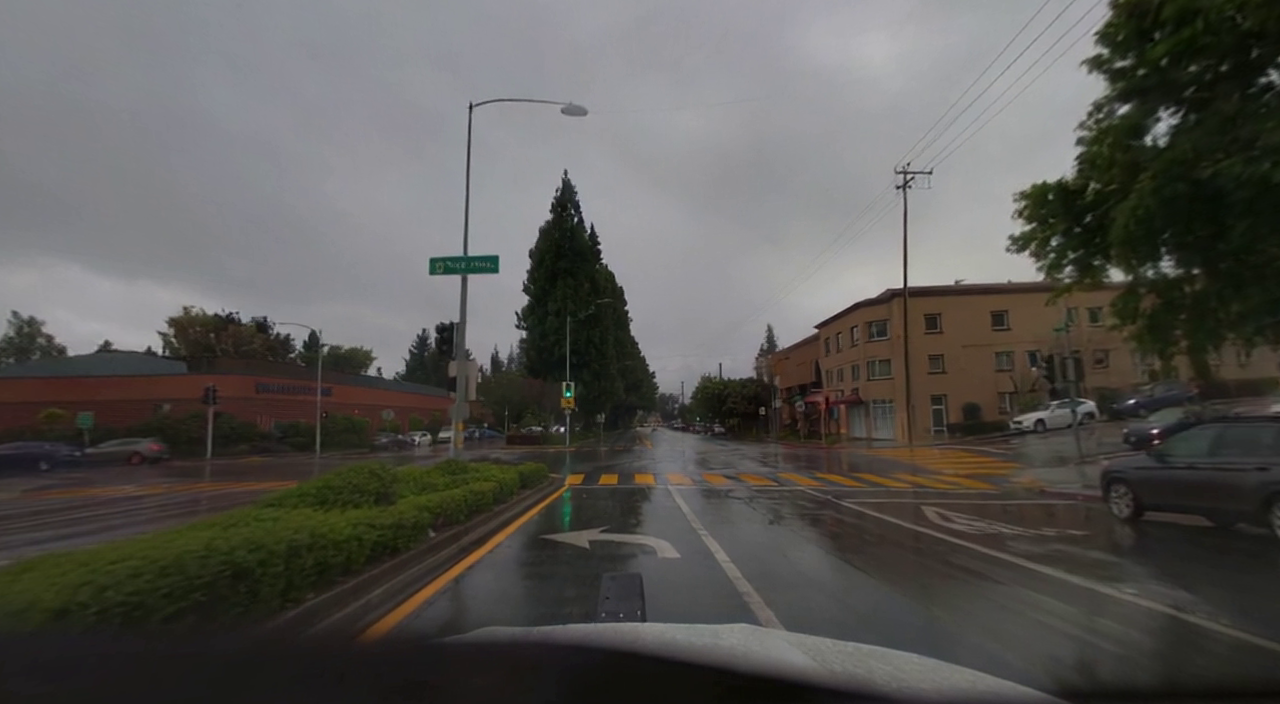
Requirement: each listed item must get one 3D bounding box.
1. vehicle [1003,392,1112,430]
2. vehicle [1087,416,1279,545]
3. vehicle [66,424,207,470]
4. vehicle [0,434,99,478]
[{"bbox_3d":[22.122,3.111,33.587,4.531,1.753,1.964,-2,-2,-5],"label":"vehicle"},{"bbox_3d":[9.565,1.892,9.673,1.998,1.725,4.564,0,-8,-1],"label":"vehicle"},{"bbox_3d":[-26.045,4.914,32.825,5.229,2.299,2.366,0,-8,1],"label":"vehicle"},{"bbox_3d":[-31.926,5.463,32.986,5.324,2.098,2.172,-2,-9,0],"label":"vehicle"}]
